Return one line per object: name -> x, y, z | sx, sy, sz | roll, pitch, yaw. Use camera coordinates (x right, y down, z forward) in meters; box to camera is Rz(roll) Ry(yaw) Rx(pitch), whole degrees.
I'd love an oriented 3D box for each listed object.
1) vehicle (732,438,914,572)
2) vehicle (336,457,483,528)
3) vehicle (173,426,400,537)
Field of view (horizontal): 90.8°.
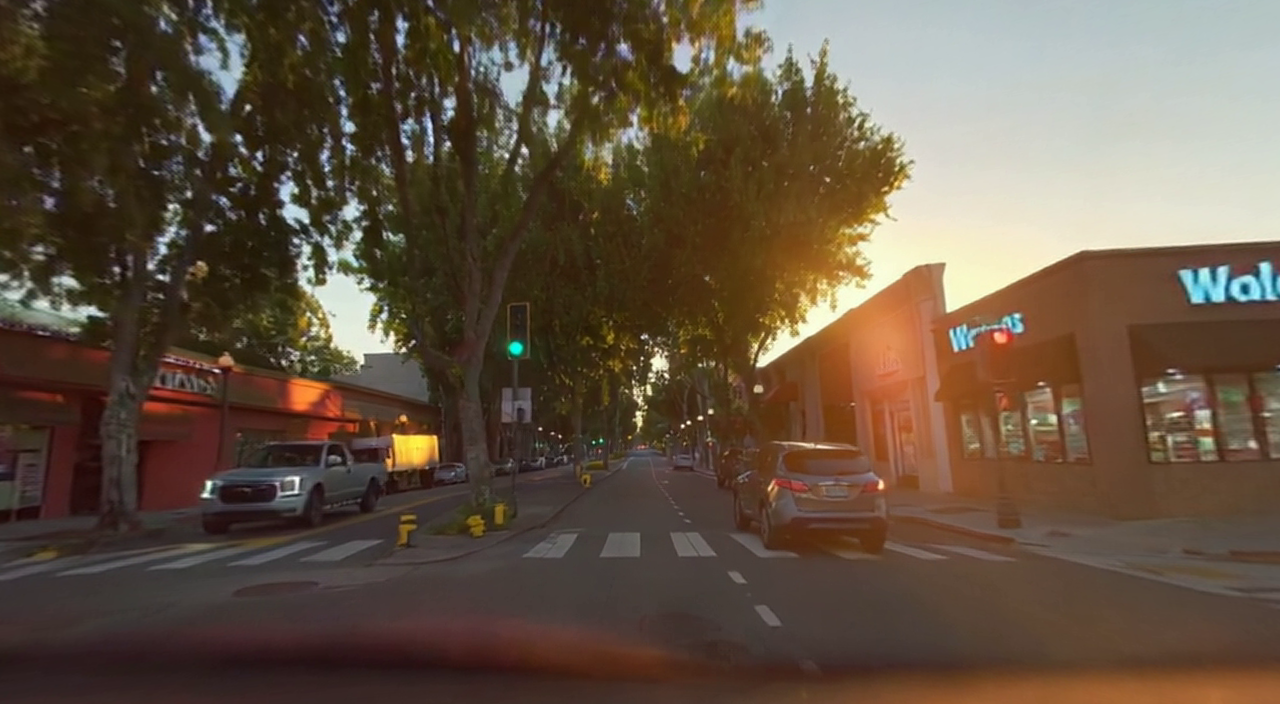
vehicle -> 2.531, 2.151, 9.477 | 1.822, 1.654, 2.794 | 0, -8, -1
vehicle -> -5.637, 3.474, 16.203 | 1.983, 1.438, 4.559 | 0, -8, 1
vehicle -> -8.672, 3.197, 16.473 | 2.489, 2.323, 5.843 | 0, -8, 0
